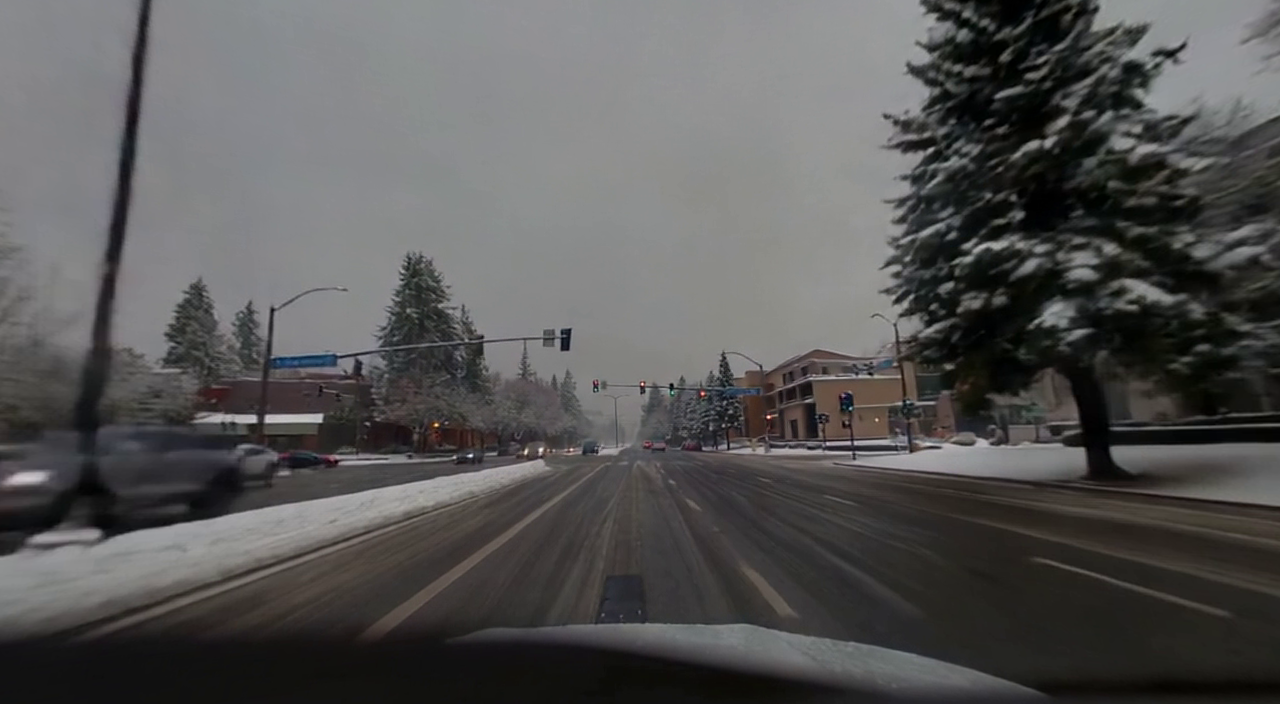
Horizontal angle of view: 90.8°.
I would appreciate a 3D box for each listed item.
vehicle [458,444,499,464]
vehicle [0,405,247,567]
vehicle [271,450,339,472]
[{"bbox_3d":[-12.133,7.674,47.744,1.952,1.478,4.521,0,-8,0],"label":"vehicle"},{"bbox_3d":[-8.449,1.862,9.467,2.131,1.836,4.670,0,-8,-1],"label":"vehicle"},{"bbox_3d":[-26.240,8.515,49.485,4.464,1.599,2.014,-2,-9,15],"label":"vehicle"}]
